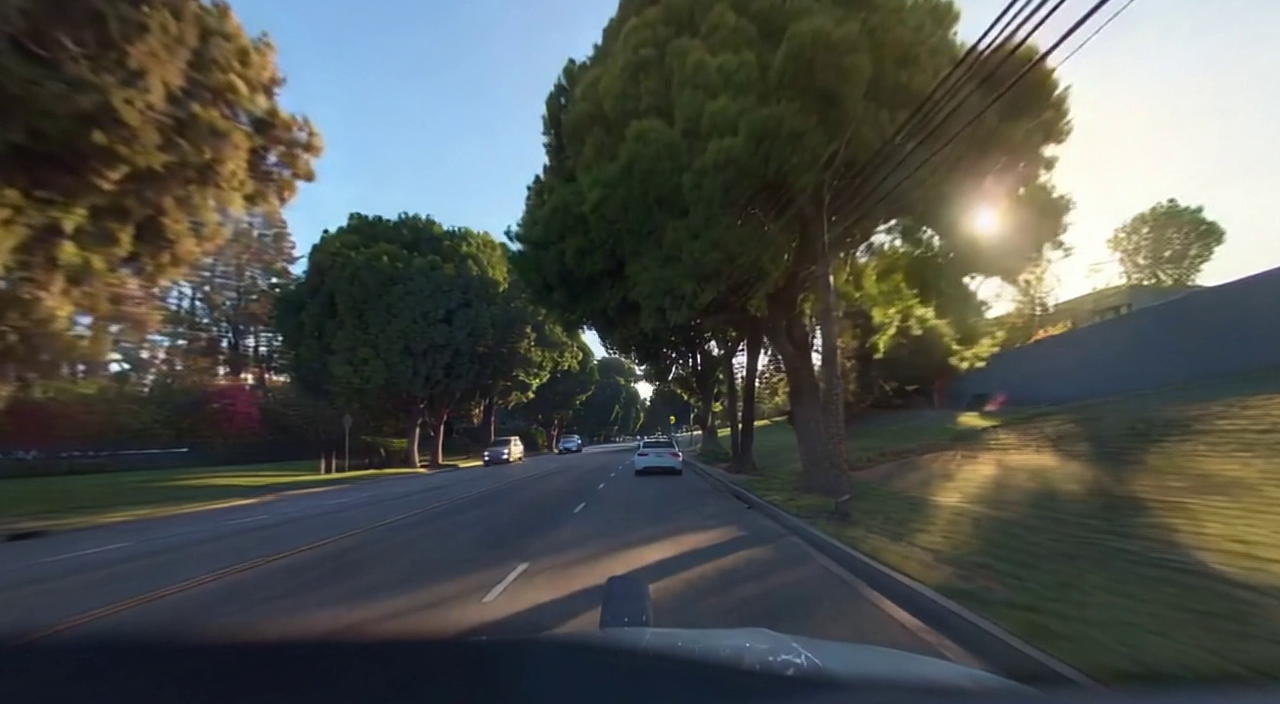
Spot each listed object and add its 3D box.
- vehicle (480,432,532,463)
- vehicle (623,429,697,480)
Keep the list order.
[{"bbox_3d":[-8.985,6.449,42.748,2.287,1.964,5.437,0,-8,0],"label":"vehicle"},{"bbox_3d":[0.589,3.348,20.782,2.153,1.461,4.374,0,-8,0],"label":"vehicle"}]
